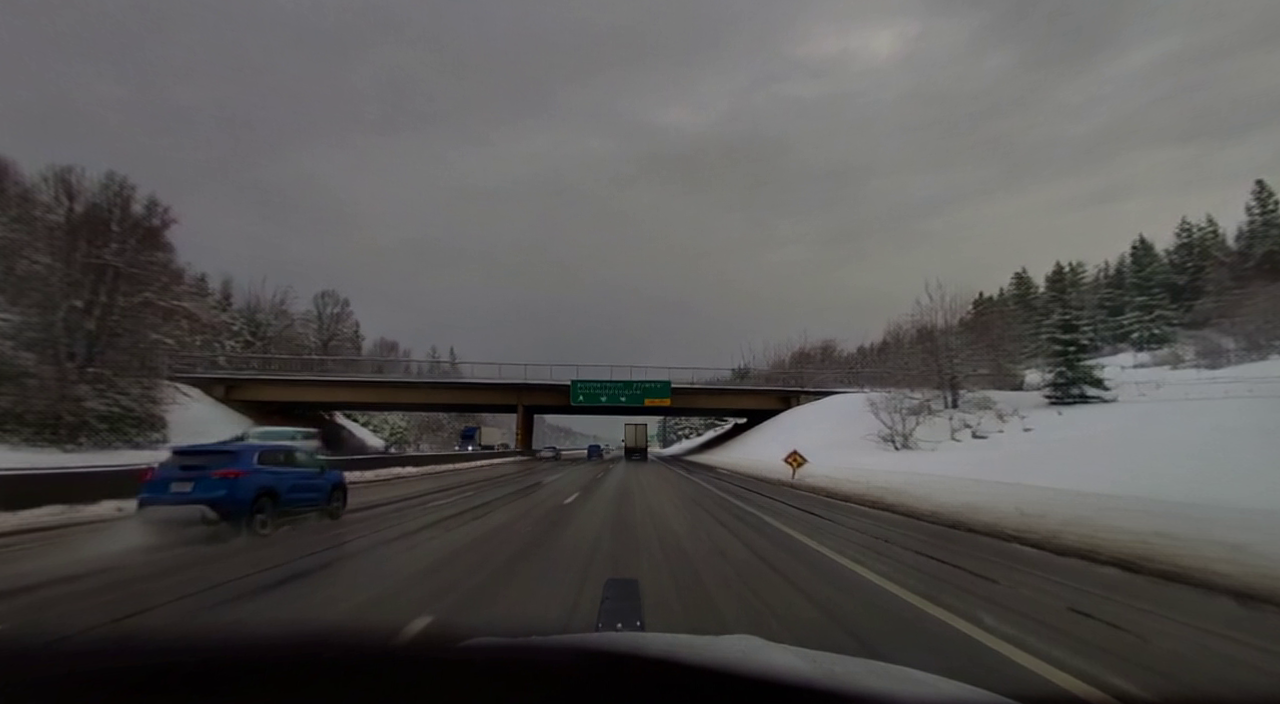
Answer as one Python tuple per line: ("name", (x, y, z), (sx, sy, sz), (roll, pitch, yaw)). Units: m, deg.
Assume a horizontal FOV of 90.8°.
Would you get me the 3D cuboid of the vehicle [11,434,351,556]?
("vehicle", (-6.810, 2.144, 10.241), (2.038, 1.489, 4.603), (0, -9, 0))
